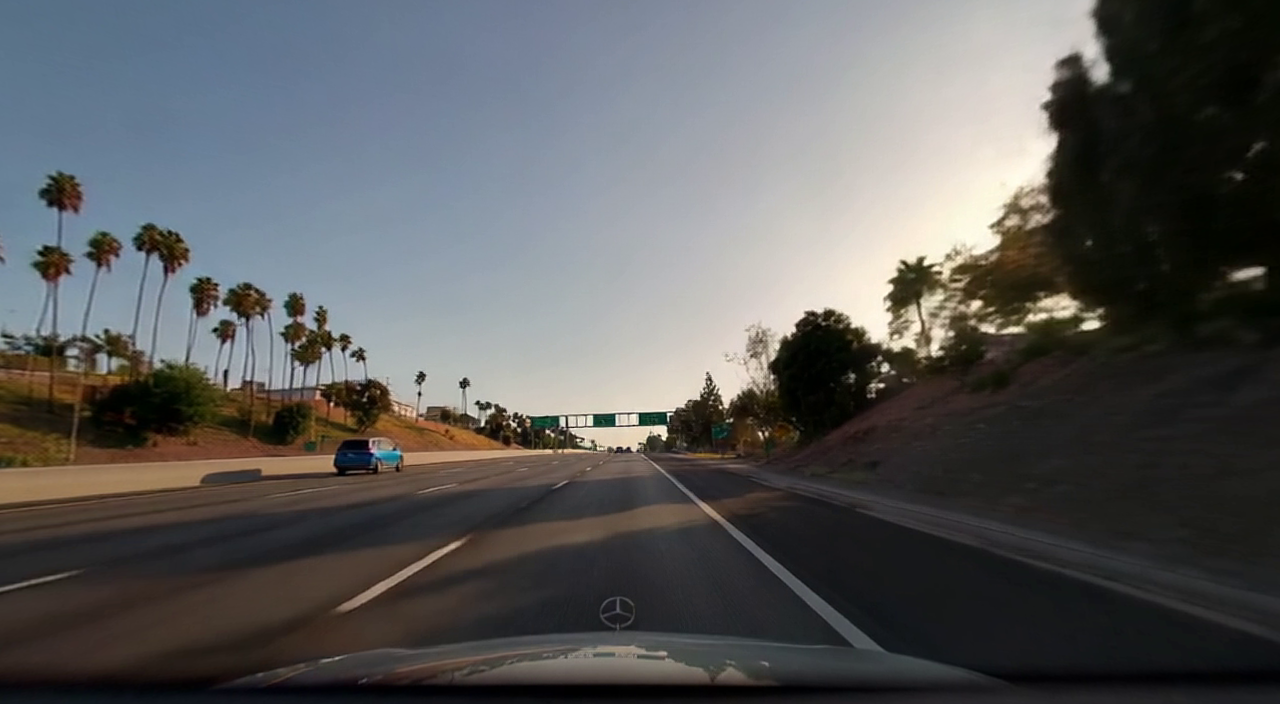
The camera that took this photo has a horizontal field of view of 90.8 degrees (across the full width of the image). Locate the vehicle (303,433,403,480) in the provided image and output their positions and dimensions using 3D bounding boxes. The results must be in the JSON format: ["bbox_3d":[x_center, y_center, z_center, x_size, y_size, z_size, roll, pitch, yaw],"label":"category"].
[{"bbox_3d":[-11.815,4.321,26.403,2.016,1.754,4.543,0,-8,0],"label":"vehicle"}]
